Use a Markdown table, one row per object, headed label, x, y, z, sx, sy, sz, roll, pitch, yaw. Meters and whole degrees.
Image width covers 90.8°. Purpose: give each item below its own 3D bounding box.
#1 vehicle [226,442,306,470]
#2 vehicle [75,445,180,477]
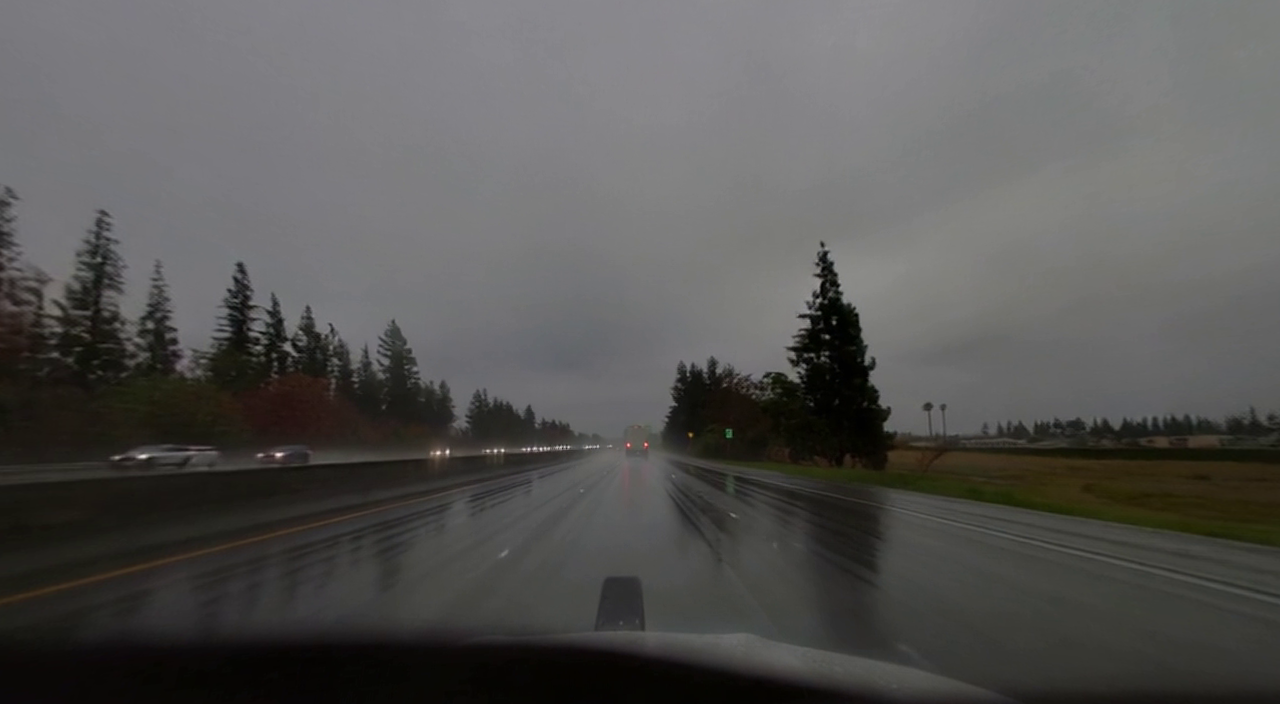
| label | x | y | z | sx | sy | sz | roll | pitch | yaw |
| --- | --- | --- | --- | --- | --- | --- | --- | --- | --- |
| vehicle | -28.654 | 7.961 | 48.719 | 2.415 | 2.004 | 6.194 | 0 | -9 | 0 |
| vehicle | -32.439 | 6.898 | 40.258 | 2.134 | 1.887 | 5.345 | 0 | -9 | 0 |
